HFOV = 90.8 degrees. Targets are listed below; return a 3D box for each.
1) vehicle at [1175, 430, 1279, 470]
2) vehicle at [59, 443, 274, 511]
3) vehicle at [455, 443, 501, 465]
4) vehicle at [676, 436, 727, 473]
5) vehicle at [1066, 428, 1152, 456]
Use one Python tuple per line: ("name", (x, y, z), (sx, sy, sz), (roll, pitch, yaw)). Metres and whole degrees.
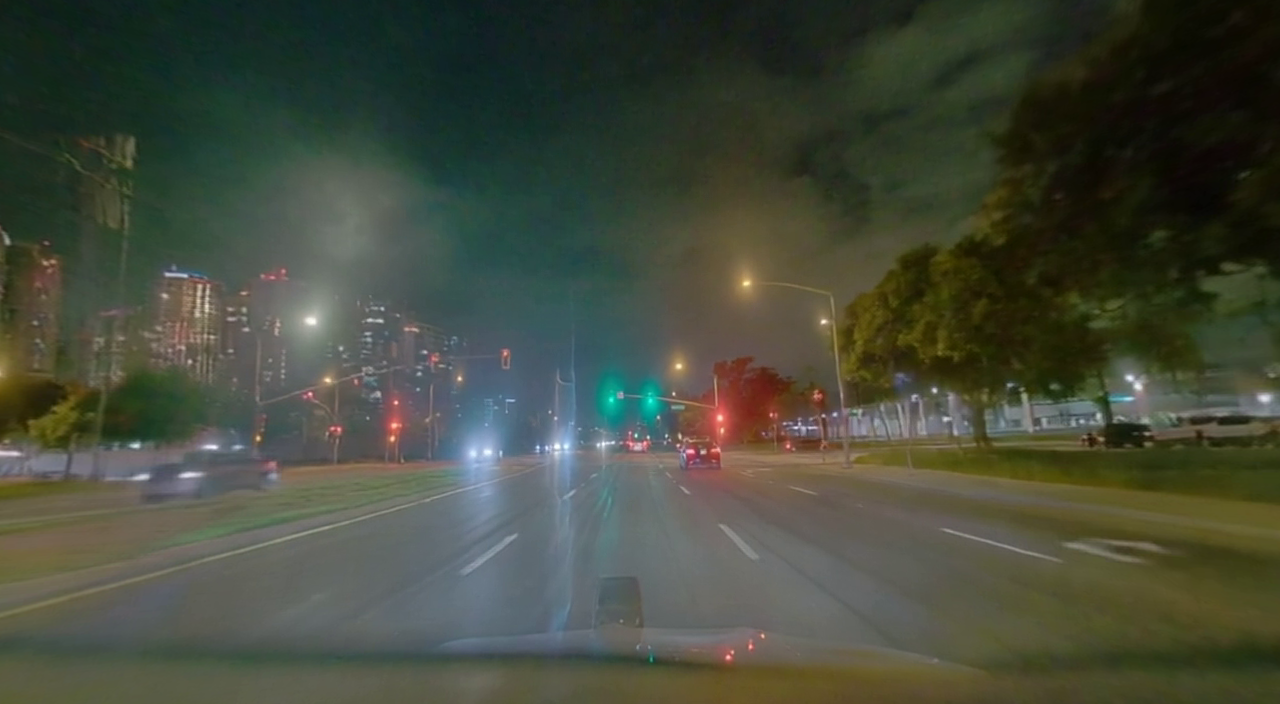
("vehicle", (22.622, 3.668, 23.670), (3.536, 1.412, 1.727), (0, -8, -1))
("vehicle", (-12.019, 3.152, 16.580), (2.005, 1.493, 4.682), (-1, -8, 0))
("vehicle", (-11.791, 7.452, 46.290), (2.059, 1.503, 4.483), (-1, -8, 1))
("vehicle", (3.098, 5.295, 32.966), (2.069, 1.761, 4.610), (0, -8, -2))
("vehicle", (25.464, 4.924, 34.493), (1.828, 1.384, 3.794), (-1, -8, 2))
